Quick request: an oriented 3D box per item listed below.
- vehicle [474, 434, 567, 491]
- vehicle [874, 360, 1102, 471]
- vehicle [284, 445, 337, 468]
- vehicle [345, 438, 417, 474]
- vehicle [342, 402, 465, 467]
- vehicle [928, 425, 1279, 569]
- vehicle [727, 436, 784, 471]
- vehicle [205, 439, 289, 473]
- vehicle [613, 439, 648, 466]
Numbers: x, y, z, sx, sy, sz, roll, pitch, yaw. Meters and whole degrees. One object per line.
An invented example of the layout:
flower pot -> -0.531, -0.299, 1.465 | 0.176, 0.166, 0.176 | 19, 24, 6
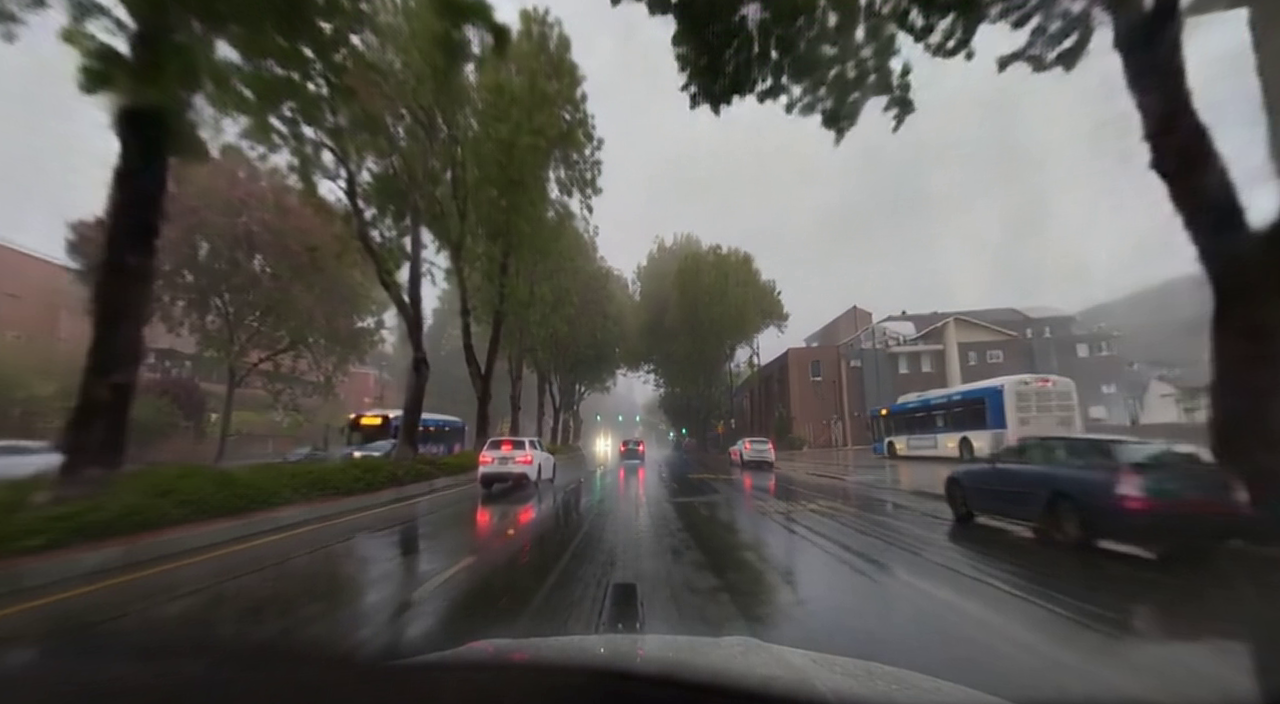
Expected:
vehicle -> -3.456, 3.293, 19.161 | 1.934, 1.522, 4.287 | 0, -8, 1
vehicle -> 17.749, 3.780, 34.976 | 3.225, 4.571, 16.558 | -3, -8, 0
vehicle -> -22.125, 7.032, 42.585 | 1.655, 1.455, 3.653 | 0, -9, -2
vehicle -> -12.035, 4.848, 29.633 | 1.797, 1.532, 3.869 | 0, -8, -1
vehicle -> -15.542, 5.752, 43.371 | 3.303, 3.710, 13.912 | 0, -8, -1
vehicle -> 6.314, 1.924, 9.194 | 2.130, 1.584, 4.181 | 0, -8, -2
vehicle -> 6.410, 5.695, 35.860 | 2.206, 1.803, 5.753 | 0, -8, 1
vehicle -> -22.223, 5.872, 35.966 | 2.051, 1.761, 4.345 | 0, -8, -2
vehicle -> -0.510, 5.993, 37.766 | 1.999, 1.520, 3.896 | 0, -8, 0
